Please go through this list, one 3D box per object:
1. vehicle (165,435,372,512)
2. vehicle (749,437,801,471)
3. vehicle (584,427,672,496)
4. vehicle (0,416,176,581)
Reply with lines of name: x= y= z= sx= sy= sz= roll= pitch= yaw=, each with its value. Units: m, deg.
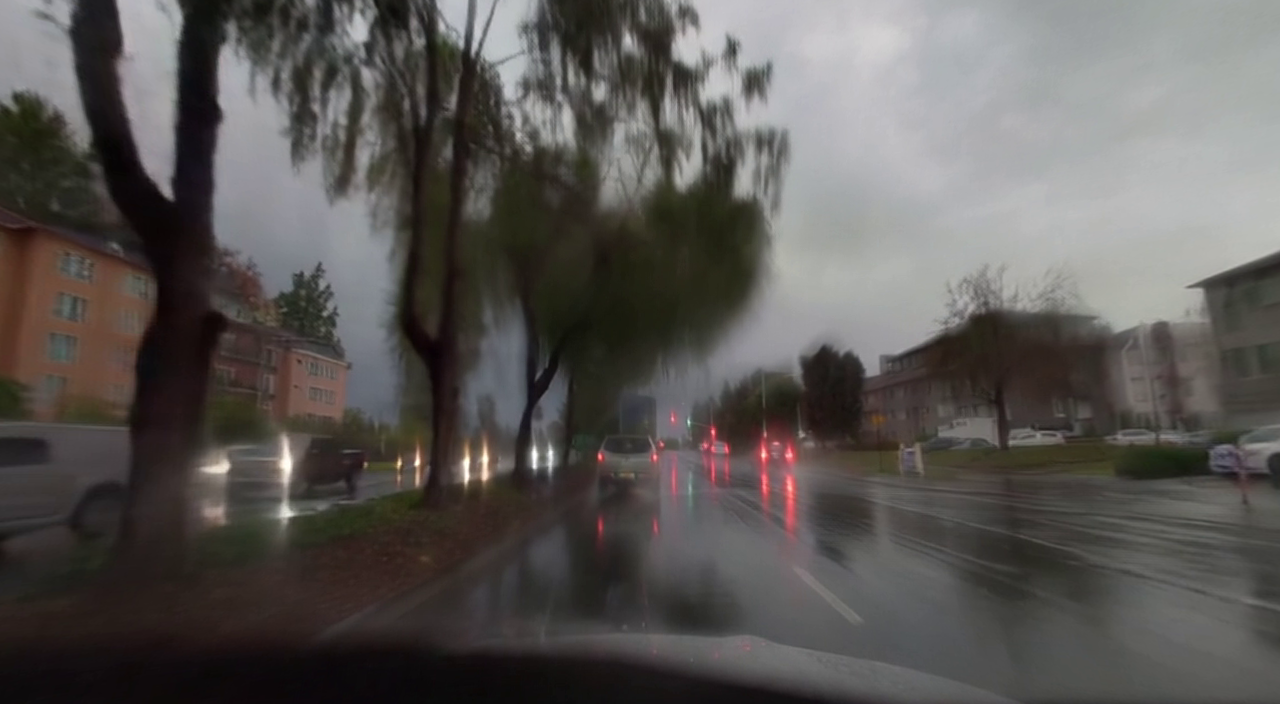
vehicle: x=-10.716 y=3.535 z=19.061 sx=2.238 sy=1.906 sz=6.264 roll=-1 pitch=-8 yaw=2
vehicle: x=7.476 y=5.691 z=35.329 sx=1.971 sy=1.722 sz=4.341 roll=0 pitch=-8 yaw=1
vehicle: x=-0.307 y=3.229 z=18.960 sx=2.332 sy=1.798 sz=4.546 roll=0 pitch=-8 yaw=0
vehicle: x=-8.011 y=1.614 z=6.965 sx=2.119 sy=1.778 sz=4.760 roll=0 pitch=-8 yaw=0
